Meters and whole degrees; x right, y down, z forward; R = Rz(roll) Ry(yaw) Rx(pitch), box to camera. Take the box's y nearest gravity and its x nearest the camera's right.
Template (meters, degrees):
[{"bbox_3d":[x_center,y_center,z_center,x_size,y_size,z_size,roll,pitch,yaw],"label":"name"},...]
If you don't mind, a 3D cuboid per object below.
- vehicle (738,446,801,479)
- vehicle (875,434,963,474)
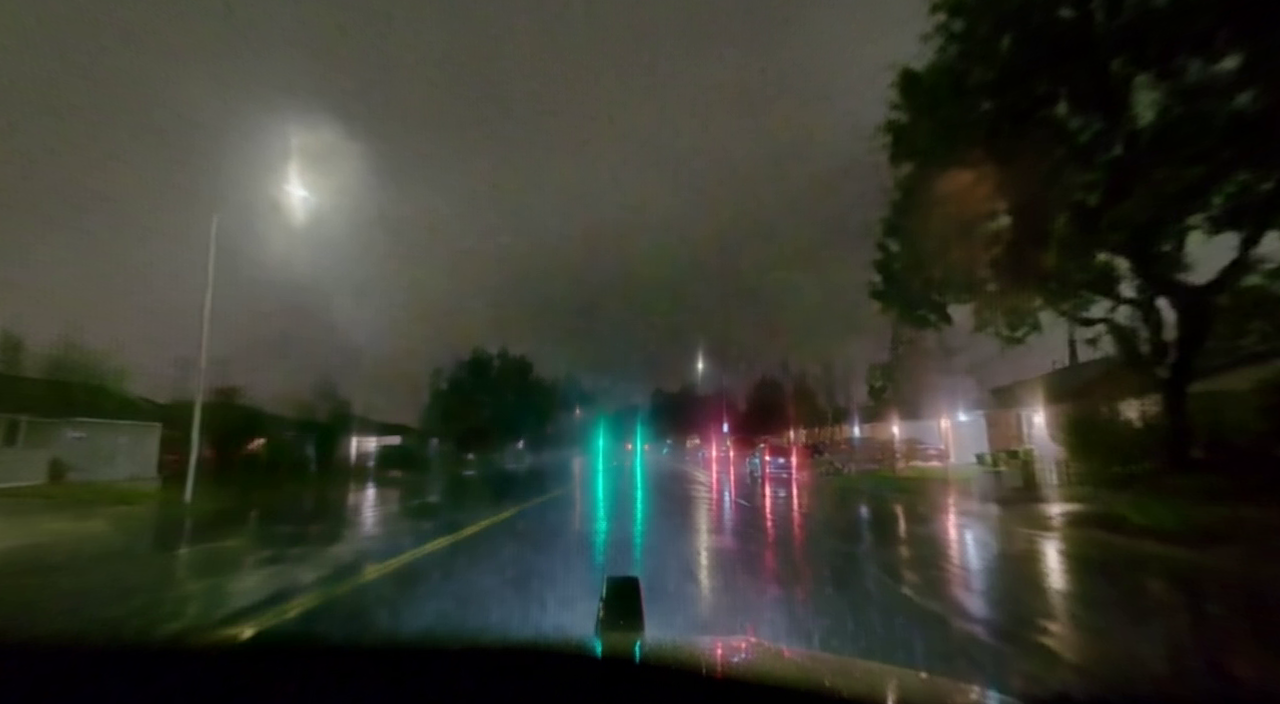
[{"bbox_3d":[6.561,5.635,32.547,2.042,1.511,5.029,0,-9,-2],"label":"vehicle"},{"bbox_3d":[13.379,4.931,30.626,1.978,1.738,4.734,-2,-9,-1],"label":"vehicle"}]
